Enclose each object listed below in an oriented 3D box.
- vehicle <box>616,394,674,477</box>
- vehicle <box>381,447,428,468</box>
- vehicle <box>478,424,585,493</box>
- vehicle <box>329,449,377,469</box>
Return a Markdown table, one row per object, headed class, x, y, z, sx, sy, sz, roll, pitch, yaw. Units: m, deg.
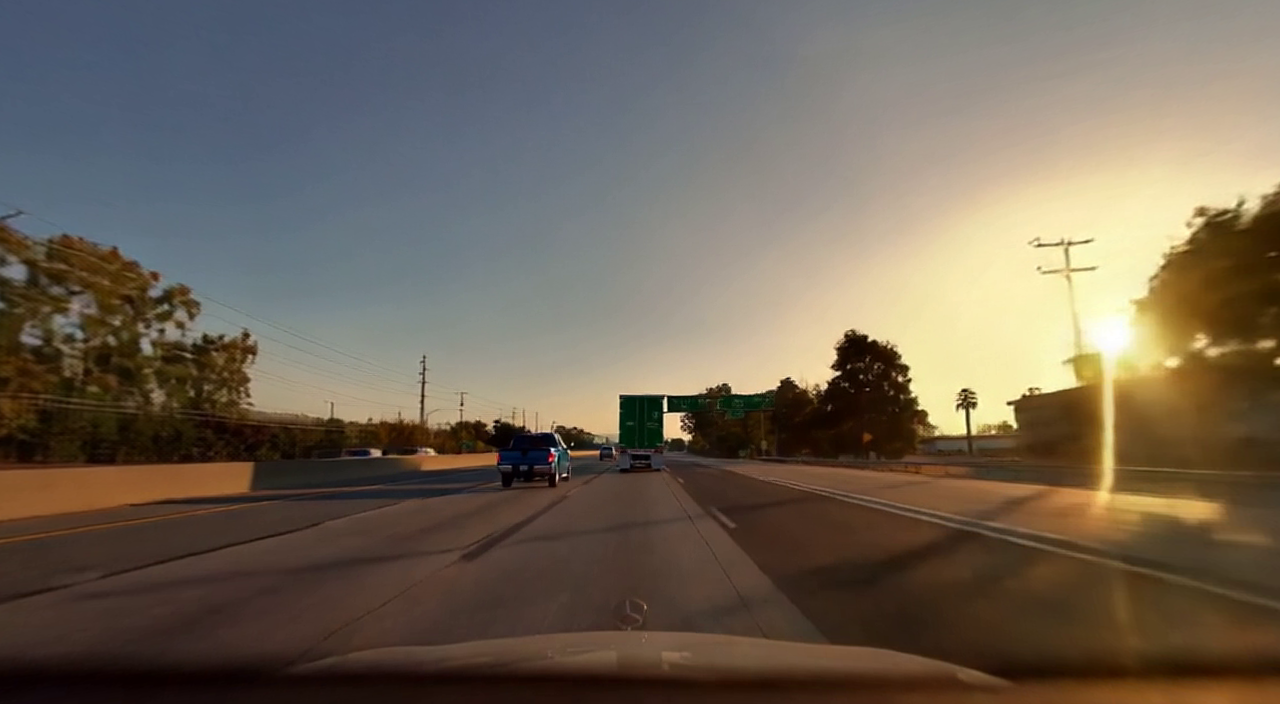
| class | x | y | z | sx | sy | sz | roll | pitch | yaw |
| --- | --- | --- | --- | --- | --- | --- | --- | --- | --- |
| vehicle | 0.304 | 5.089 | 37.889 | 2.879 | 4.085 | 13.125 | 0 | -8 | 0 |
| vehicle | -17.838 | 7.995 | 47.957 | 1.903 | 1.474 | 4.223 | 0 | -8 | 1 |
| vehicle | -3.700 | 3.846 | 23.150 | 2.749 | 2.141 | 6.515 | 0 | -8 | 0 |
| vehicle | -21.930 | 8.173 | 48.327 | 1.827 | 1.471 | 3.950 | 0 | -8 | 1 |
